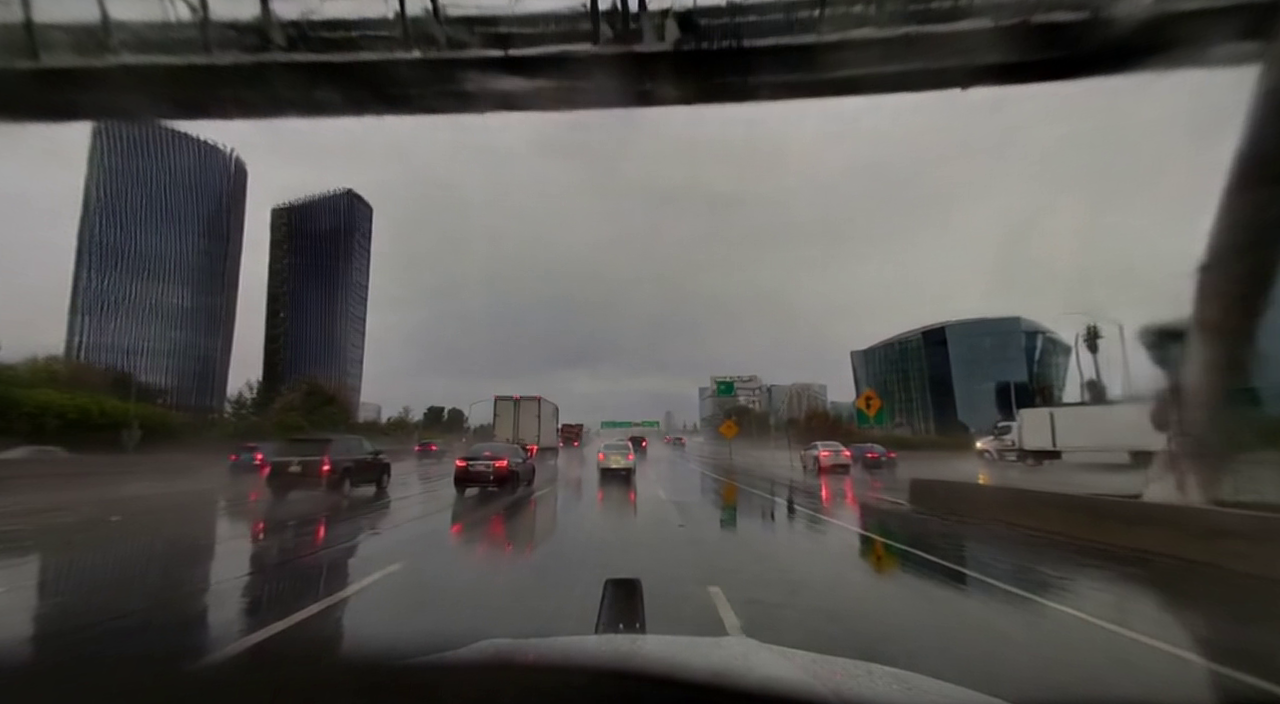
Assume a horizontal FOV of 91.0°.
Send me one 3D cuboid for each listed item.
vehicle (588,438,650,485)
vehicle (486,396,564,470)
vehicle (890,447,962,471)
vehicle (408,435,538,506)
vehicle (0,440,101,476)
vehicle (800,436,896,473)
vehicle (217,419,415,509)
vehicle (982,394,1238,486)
[{"bbox_3d":[-0.677,3.831,22.235,1.991,1.488,3.922,0,-9,0],"label":"vehicle"},{"bbox_3d":[-5.791,4.347,33.184,2.955,3.359,8.322,1,-9,-4],"label":"vehicle"},{"bbox_3d":[18.679,6.988,41.282,1.902,1.494,4.239,3,-9,-17],"label":"vehicle"},{"bbox_3d":[-3.988,2.904,15.873,2.016,1.497,4.235,0,-9,2],"label":"vehicle"},{"bbox_3d":[-29.994,5.229,31.329,2.002,1.660,4.883,0,-9,-1],"label":"vehicle"},{"bbox_3d":[12.050,5.988,37.048,2.415,1.972,5.572,3,-9,-18],"label":"vehicle"},{"bbox_3d":[-7.522,2.656,15.374,2.190,1.821,4.800,0,-9,1],"label":"vehicle"},{"bbox_3d":[22.788,4.401,31.254,3.015,3.855,9.519,8,-12,-42],"label":"vehicle"}]
